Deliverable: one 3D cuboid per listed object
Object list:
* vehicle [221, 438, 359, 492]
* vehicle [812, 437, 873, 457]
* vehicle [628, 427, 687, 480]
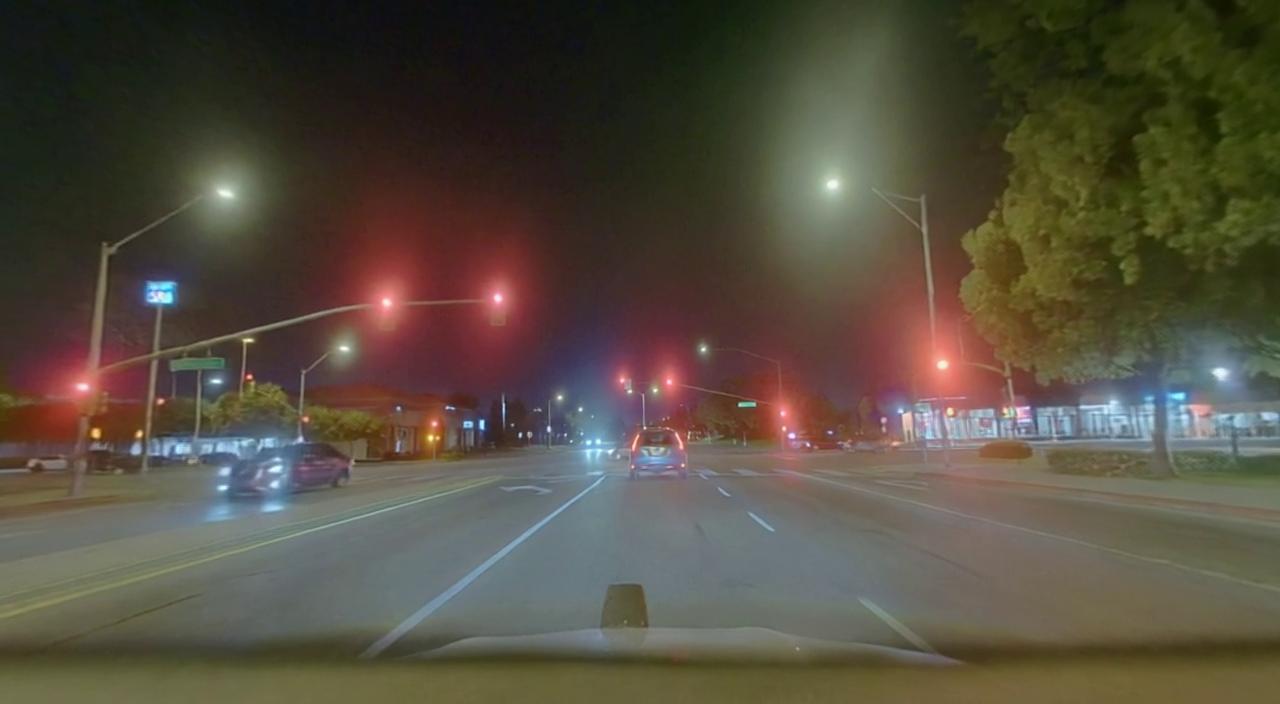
[{"bbox_3d":[-12.023,3.885,22.084,1.954,1.673,4.460,-1,-8,6],"label":"vehicle"},{"bbox_3d":[15.273,7.217,47.714,3.963,1.480,1.774,-1,-8,3],"label":"vehicle"},{"bbox_3d":[0.616,3.744,23.497,1.994,1.759,4.186,0,-8,1],"label":"vehicle"}]
